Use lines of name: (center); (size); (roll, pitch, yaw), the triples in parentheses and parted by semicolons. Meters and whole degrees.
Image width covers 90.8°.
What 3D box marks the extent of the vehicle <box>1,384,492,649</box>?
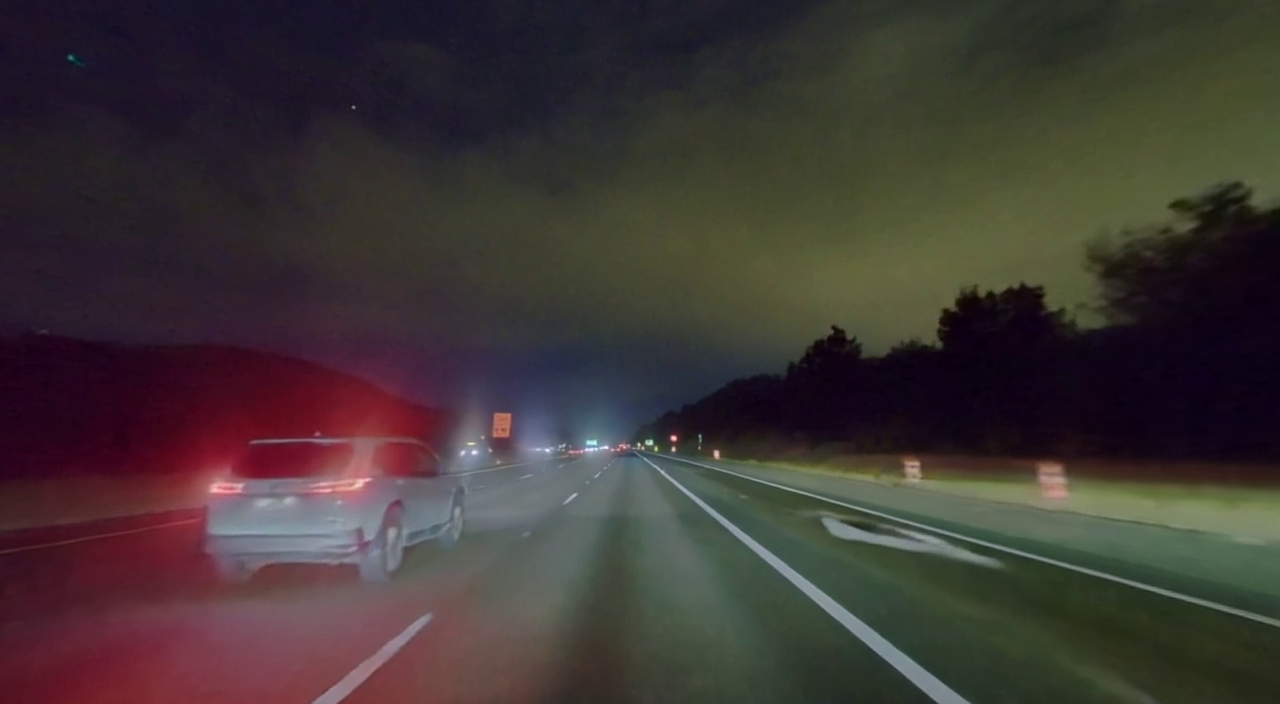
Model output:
vehicle: (-3.068, 1.397, 6.358); (2.103, 1.715, 4.371); (0, -9, 0)
